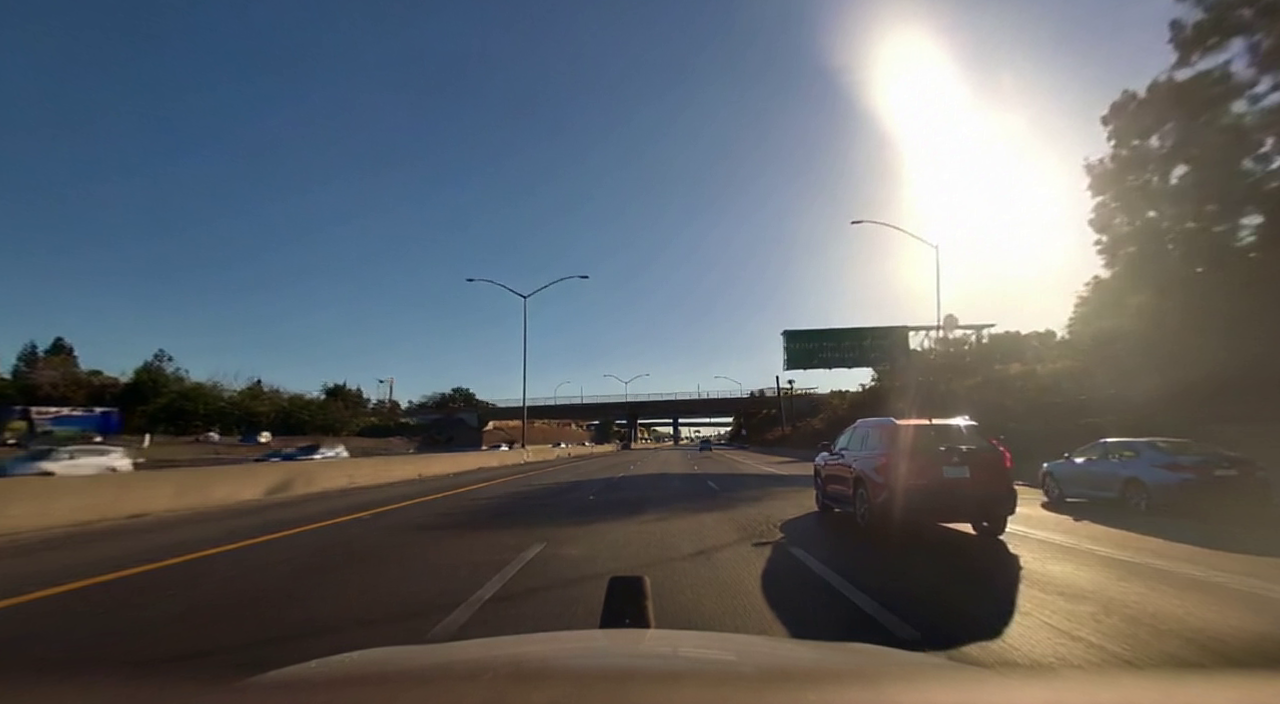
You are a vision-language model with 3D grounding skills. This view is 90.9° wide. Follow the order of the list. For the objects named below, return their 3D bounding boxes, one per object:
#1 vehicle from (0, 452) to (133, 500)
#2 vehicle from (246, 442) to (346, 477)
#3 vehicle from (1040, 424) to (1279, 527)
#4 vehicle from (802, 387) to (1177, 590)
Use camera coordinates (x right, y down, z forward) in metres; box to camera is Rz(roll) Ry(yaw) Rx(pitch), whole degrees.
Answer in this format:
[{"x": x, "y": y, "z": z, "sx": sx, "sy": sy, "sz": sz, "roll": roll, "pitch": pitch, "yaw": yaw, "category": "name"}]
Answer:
[{"x": -20.939, "y": 4.335, "z": 22.453, "sx": 1.800, "sy": 1.469, "sz": 4.518, "roll": 0, "pitch": -8, "yaw": 2, "category": "vehicle"}, {"x": -16.696, "y": 5.207, "z": 30.954, "sx": 2.000, "sy": 1.557, "sz": 4.784, "roll": -1, "pitch": -8, "yaw": 3, "category": "vehicle"}, {"x": 10.325, "y": 2.309, "z": 12.375, "sx": 2.024, "sy": 1.628, "sz": 4.417, "roll": 0, "pitch": -8, "yaw": 0, "category": "vehicle"}, {"x": 3.592, "y": 1.499, "z": 7.757, "sx": 2.019, "sy": 1.732, "sz": 4.579, "roll": 0, "pitch": -8, "yaw": 1, "category": "vehicle"}]
